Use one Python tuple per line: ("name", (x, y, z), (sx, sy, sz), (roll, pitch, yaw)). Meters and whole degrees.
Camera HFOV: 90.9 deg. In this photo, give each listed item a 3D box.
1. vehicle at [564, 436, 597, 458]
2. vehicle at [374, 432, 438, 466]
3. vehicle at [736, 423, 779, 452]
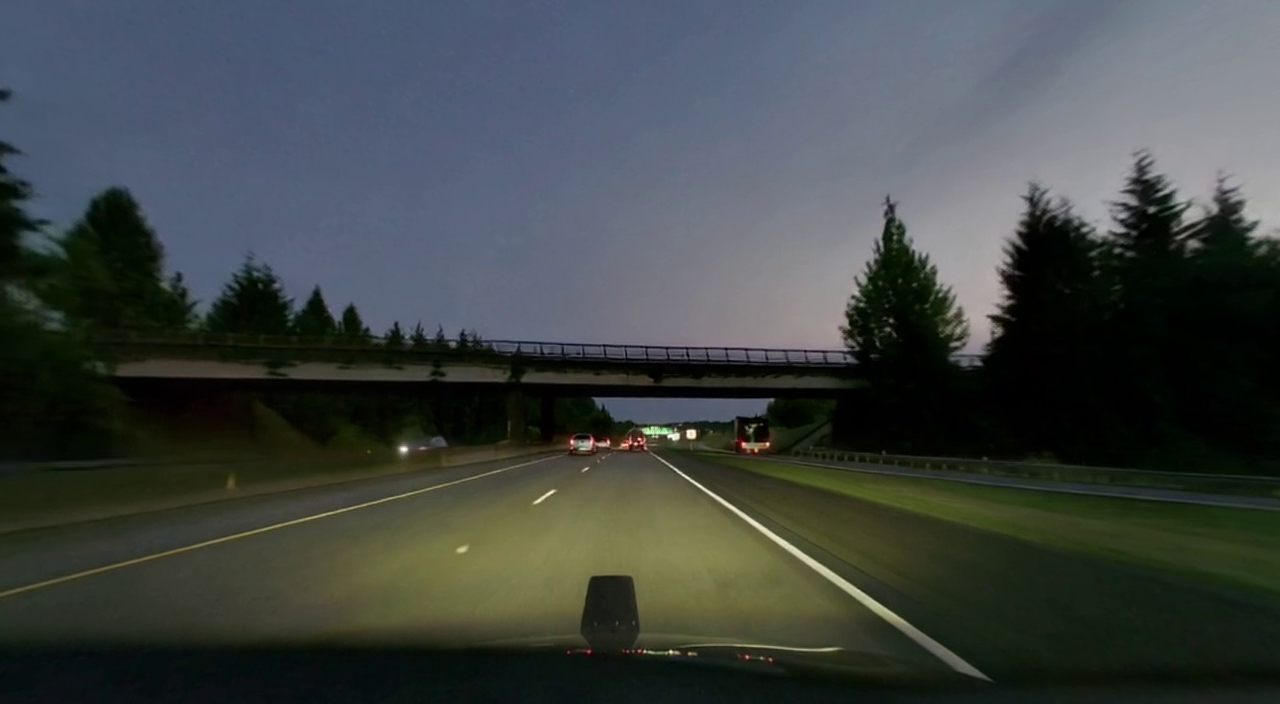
("vehicle", (-4.531, 7.246, 48.368), (2.169, 1.588, 4.264), (0, -8, -1))
("vehicle", (-13.411, 5.559, 36.372), (1.945, 1.808, 4.670), (0, -8, -1))
("vehicle", (9.003, 6.628, 48.686), (2.123, 2.156, 4.679), (1, -8, -4))
